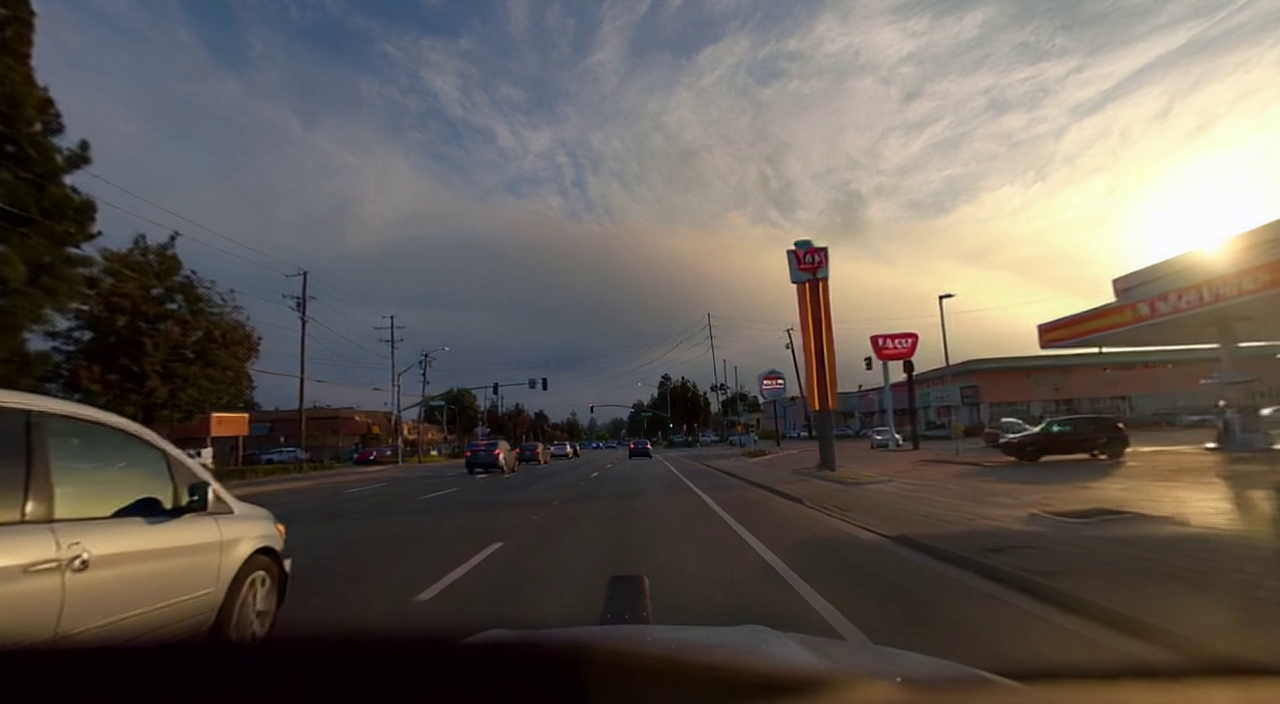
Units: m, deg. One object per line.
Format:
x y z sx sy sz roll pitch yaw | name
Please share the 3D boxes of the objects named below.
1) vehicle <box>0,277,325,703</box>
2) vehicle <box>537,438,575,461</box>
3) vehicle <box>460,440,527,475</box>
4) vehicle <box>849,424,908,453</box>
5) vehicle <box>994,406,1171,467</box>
-3.220 0.643 1.825 2.190 1.844 4.751 0 -8 -1 | vehicle
-6.199 7.251 47.008 2.130 1.636 4.427 0 -8 1 | vehicle
-6.573 4.763 28.755 1.960 1.468 4.345 0 -8 1 | vehicle
16.112 5.890 42.821 2.116 1.849 4.806 0 -8 0 | vehicle
16.055 3.152 23.437 2.178 1.911 5.852 -1 -8 -2 | vehicle
